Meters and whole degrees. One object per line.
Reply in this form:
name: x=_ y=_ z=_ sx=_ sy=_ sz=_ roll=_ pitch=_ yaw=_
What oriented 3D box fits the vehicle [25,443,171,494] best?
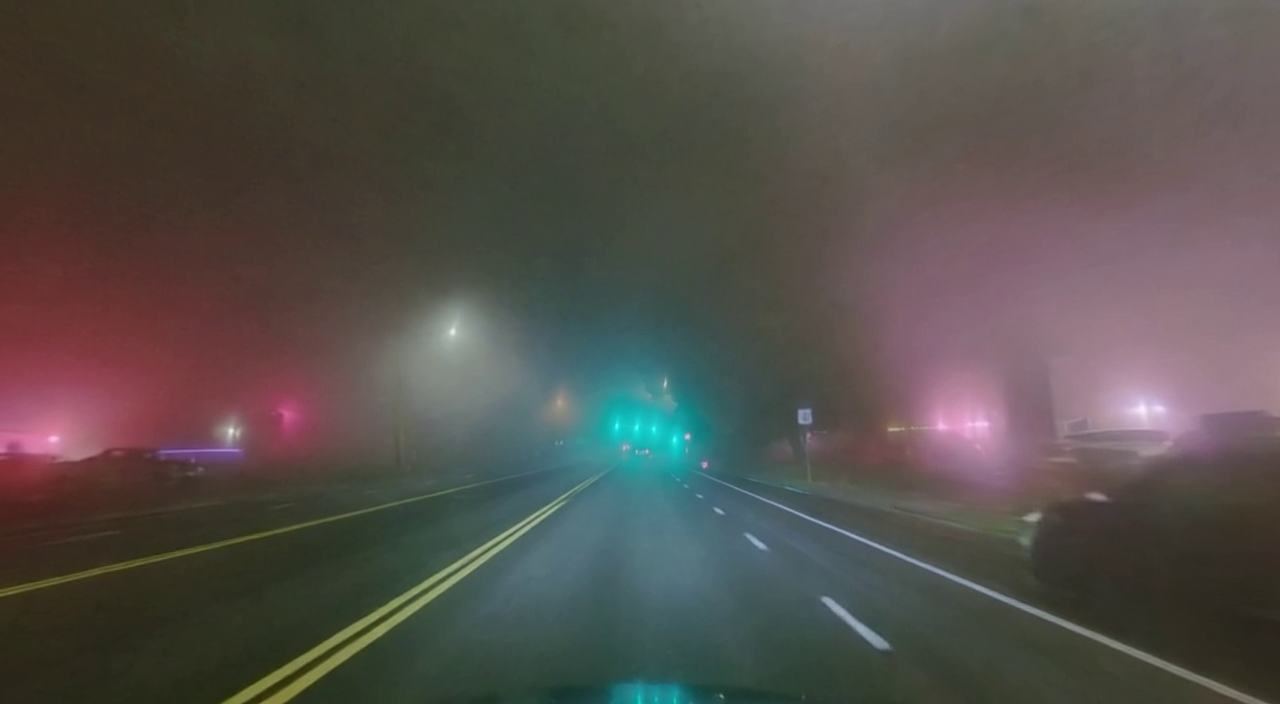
vehicle: x=-21.648 y=4.622 z=25.280 sx=4.052 sy=1.641 sz=1.939 roll=-4 pitch=-7 yaw=-2

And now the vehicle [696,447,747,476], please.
vehicle: x=4.518 y=6.144 z=35.640 sx=1.968 sy=1.467 sz=5.107 roll=0 pitch=-9 yaw=-3

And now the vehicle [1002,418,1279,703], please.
vehicle: x=4.560 y=1.096 z=3.095 sx=2.154 sy=1.550 sz=5.785 roll=0 pitch=-9 yaw=0

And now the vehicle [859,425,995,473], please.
vehicle: x=12.527 y=4.268 z=27.785 sx=4.857 sy=1.987 sz=2.296 roll=0 pitch=-9 yaw=0
